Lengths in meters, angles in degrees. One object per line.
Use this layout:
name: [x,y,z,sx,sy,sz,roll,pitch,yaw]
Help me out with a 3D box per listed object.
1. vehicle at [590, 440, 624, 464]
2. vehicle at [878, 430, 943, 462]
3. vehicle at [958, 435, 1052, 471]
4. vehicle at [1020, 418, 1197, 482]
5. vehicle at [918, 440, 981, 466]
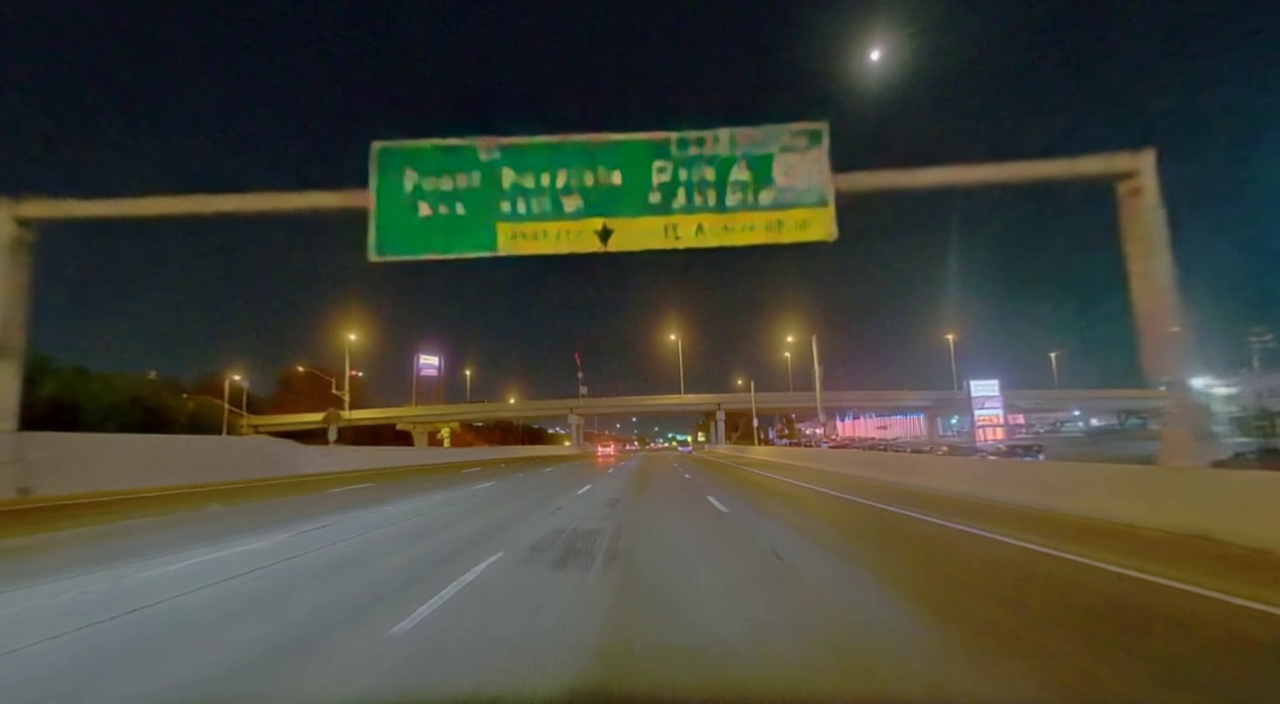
vehicle: [-2.168,6.745,42.867,1.982,1.516,4.327,0,-8,1]
vehicle: [18.530,6.495,43.580,2.229,2.050,5.602,-1,-8,3]
vehicle: [18.160,5.056,31.774,1.889,1.648,5.173,-1,-8,3]
vehicle: [17.837,3.782,24.629,2.367,2.187,5.862,0,-8,0]
vehicle: [18.425,6.043,37.855,1.712,1.448,4.346,-1,-8,3]
